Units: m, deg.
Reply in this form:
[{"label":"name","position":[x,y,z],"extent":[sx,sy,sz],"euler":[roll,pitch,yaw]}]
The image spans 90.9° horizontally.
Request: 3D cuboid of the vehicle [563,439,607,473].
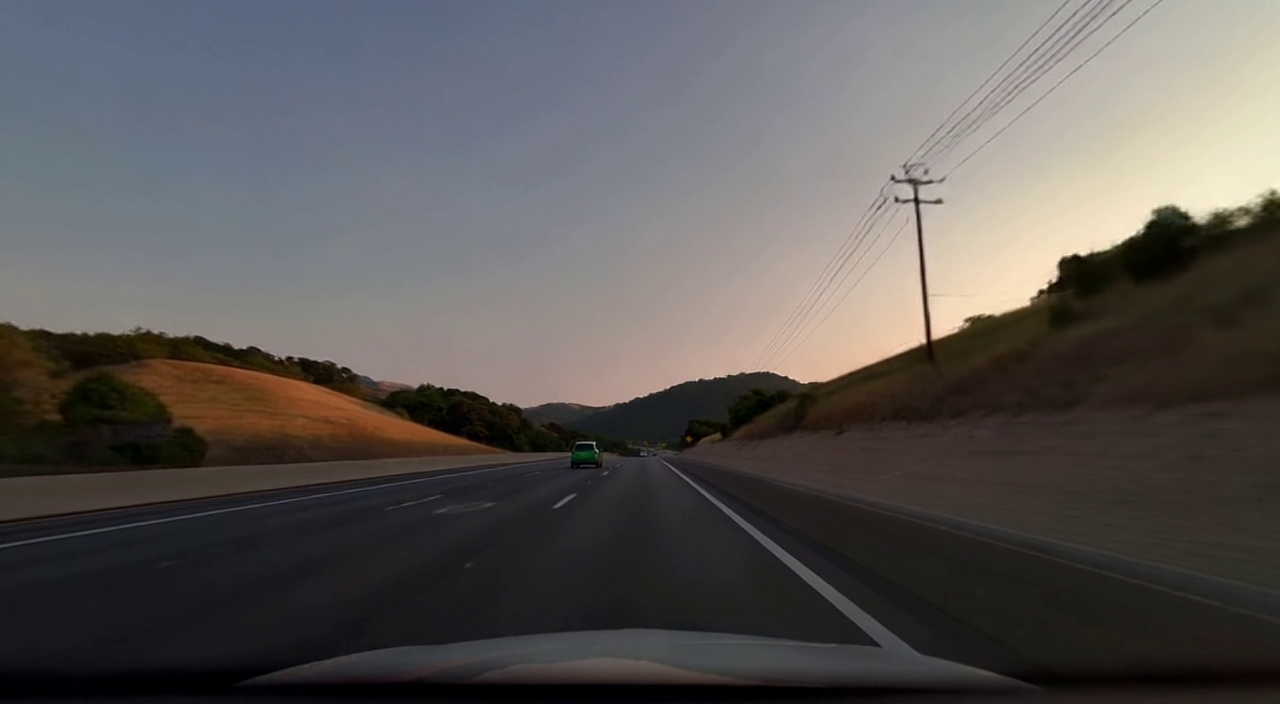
[{"label":"vehicle","position":[-3.134,6.048,36.984],"extent":[2.136,1.845,4.515],"euler":[0,-8,1]}]
